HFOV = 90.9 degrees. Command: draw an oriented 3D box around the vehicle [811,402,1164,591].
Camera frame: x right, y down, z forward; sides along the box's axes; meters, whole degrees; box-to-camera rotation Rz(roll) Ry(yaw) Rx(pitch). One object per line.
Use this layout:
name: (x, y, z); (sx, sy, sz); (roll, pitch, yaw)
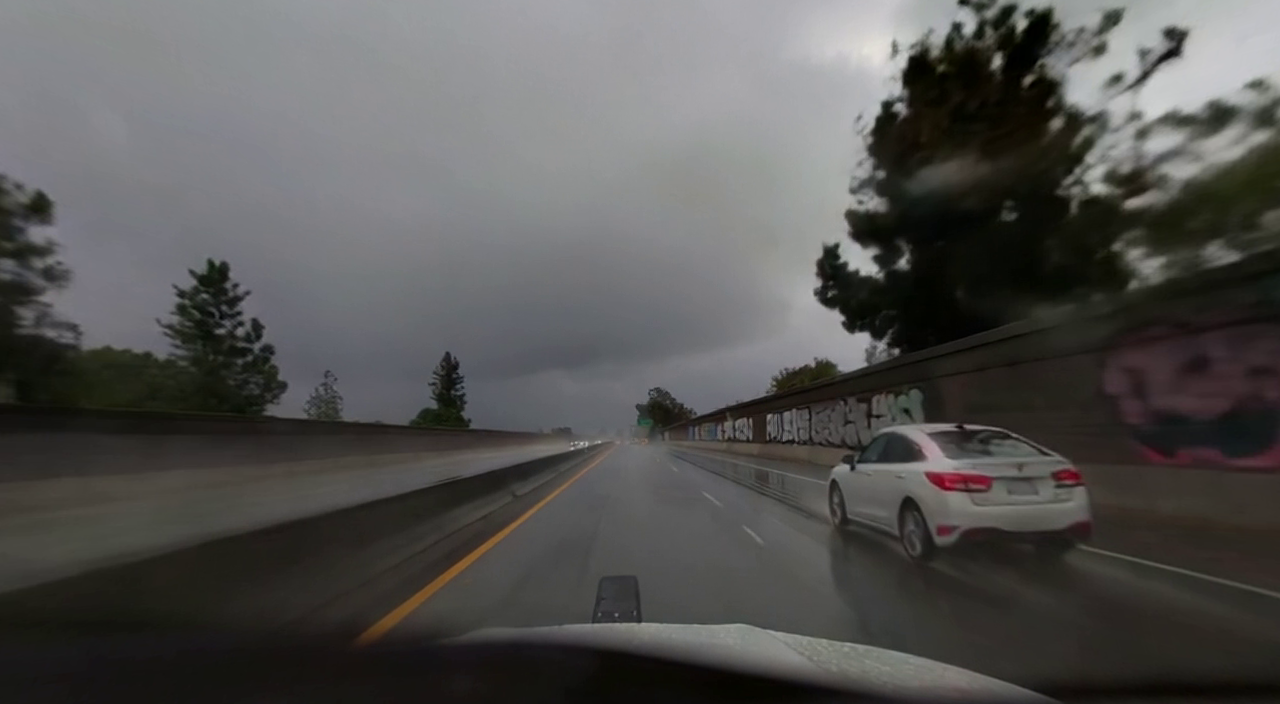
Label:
vehicle: (3.412, 1.450, 7.136); (1.841, 1.556, 3.618); (0, -8, -1)
